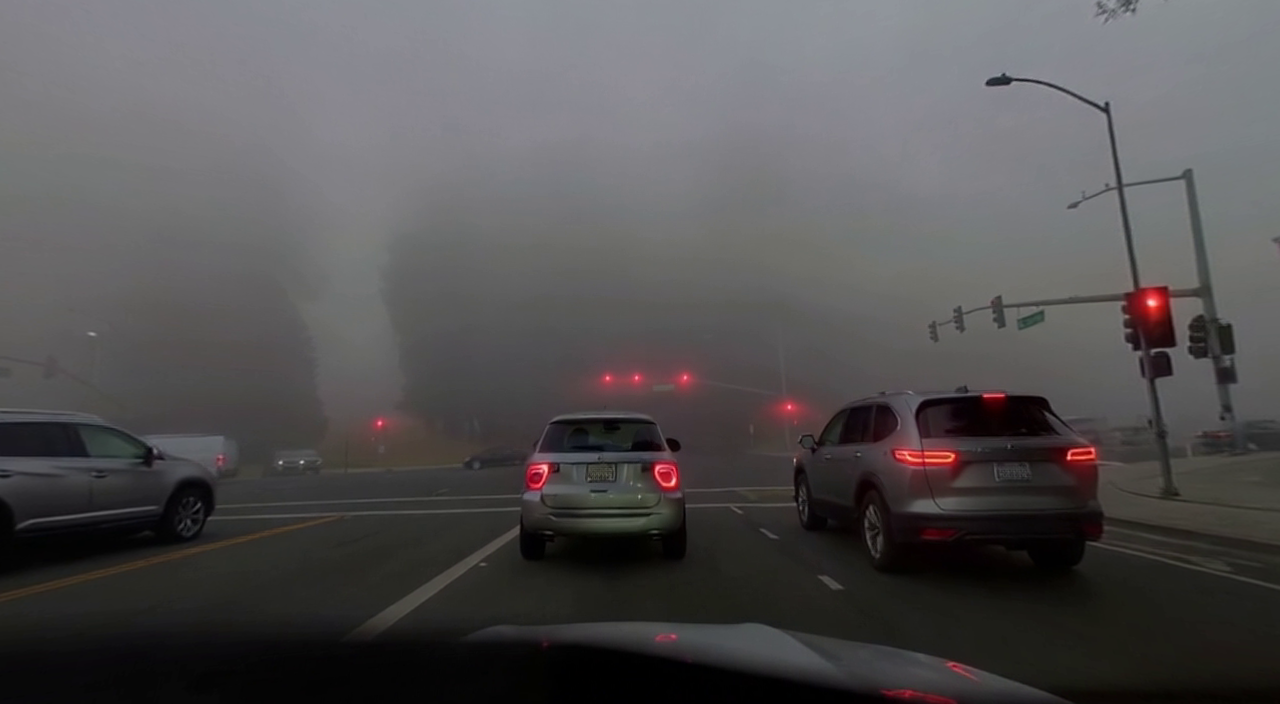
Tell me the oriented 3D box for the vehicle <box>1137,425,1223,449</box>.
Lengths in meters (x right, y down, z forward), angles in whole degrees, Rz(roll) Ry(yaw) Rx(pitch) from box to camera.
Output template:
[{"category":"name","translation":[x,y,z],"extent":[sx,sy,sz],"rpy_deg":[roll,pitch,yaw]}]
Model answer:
[{"category":"vehicle","translation":[36.459,5.746,42.577],"extent":[4.276,1.579,1.762],"rpy_deg":[1,-8,-4]}]

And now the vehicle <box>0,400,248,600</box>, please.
[{"category":"vehicle","translation":[-6.714,1.457,6.538],"extent":[2.011,1.774,4.866],"rpy_deg":[0,-8,2]}]

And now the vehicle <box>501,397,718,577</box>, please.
[{"category":"vehicle","translation":[-0.238,1.587,8.092],"extent":[2.067,1.702,3.987],"rpy_deg":[0,-8,1]}]

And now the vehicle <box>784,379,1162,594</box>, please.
[{"category":"vehicle","translation":[3.275,1.438,7.486],"extent":[2.083,1.779,4.347],"rpy_deg":[0,-8,0]}]

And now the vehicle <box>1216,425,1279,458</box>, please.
[{"category":"vehicle","translation":[28.996,4.062,28.716],"extent":[4.007,1.420,1.719],"rpy_deg":[1,-8,-7]}]
